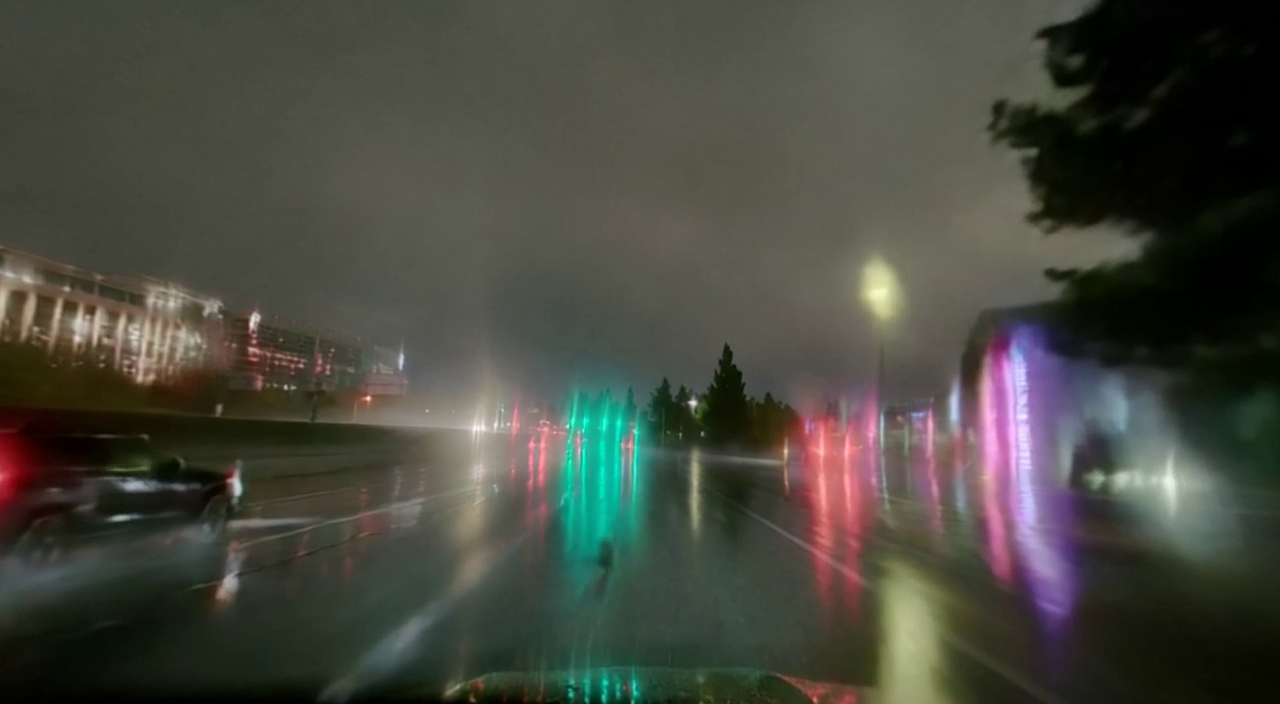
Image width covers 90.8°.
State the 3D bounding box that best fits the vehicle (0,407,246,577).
[{"bbox_3d":[-7.413,1.618,7.706,2.030,1.672,4.913,0,-9,0],"label":"vehicle"}]

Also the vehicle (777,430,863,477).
[{"bbox_3d":[7.497,4.269,26.759,2.023,1.782,4.193,1,-9,-6],"label":"vehicle"}]
